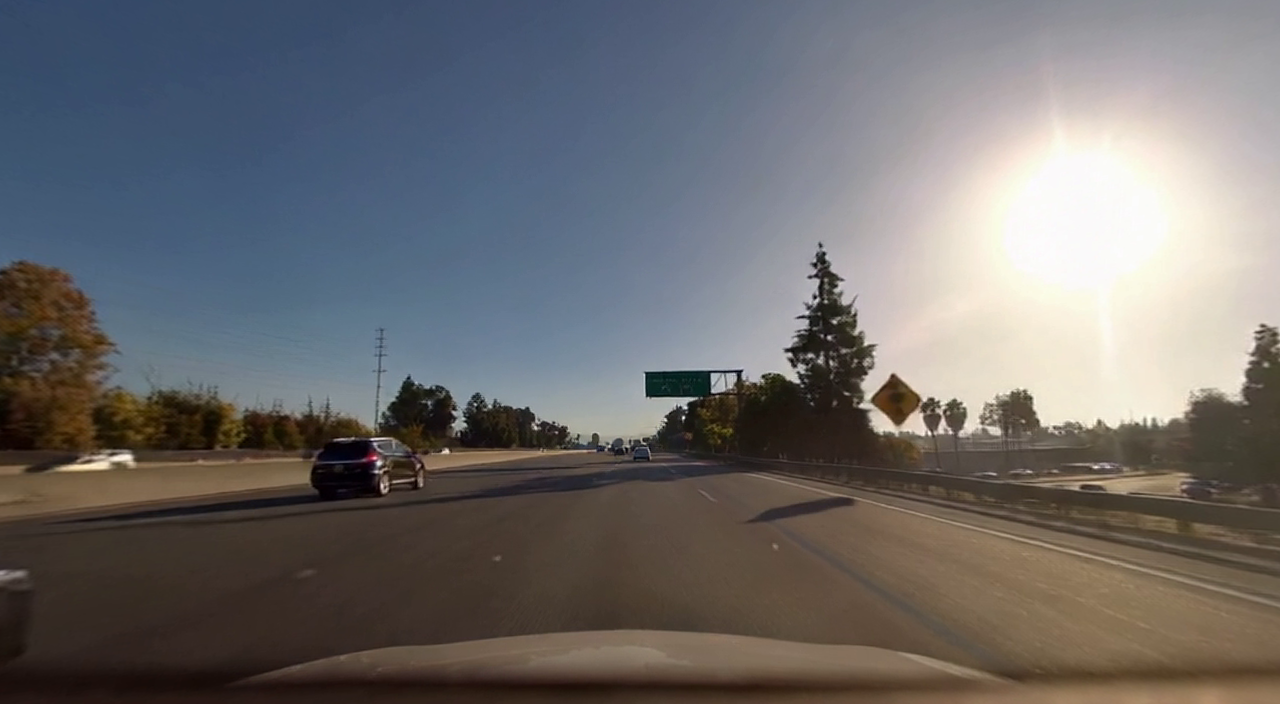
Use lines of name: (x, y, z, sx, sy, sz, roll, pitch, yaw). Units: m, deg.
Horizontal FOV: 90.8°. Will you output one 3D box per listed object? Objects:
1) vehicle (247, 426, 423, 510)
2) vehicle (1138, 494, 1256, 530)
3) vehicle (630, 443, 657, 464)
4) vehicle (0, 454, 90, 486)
vehicle: (-7.439, 2.869, 16.115, 2.032, 1.808, 4.776, 0, -8, 1)
vehicle: (33.030, 9.476, 37.593, 1.821, 1.548, 4.860, 5, -10, -33)
vehicle: (0.230, 7.984, 49.742, 2.021, 1.528, 4.154, 0, -8, -1)
vehicle: (-32.505, 6.274, 33.860, 1.814, 1.477, 4.544, 0, -8, 1)
